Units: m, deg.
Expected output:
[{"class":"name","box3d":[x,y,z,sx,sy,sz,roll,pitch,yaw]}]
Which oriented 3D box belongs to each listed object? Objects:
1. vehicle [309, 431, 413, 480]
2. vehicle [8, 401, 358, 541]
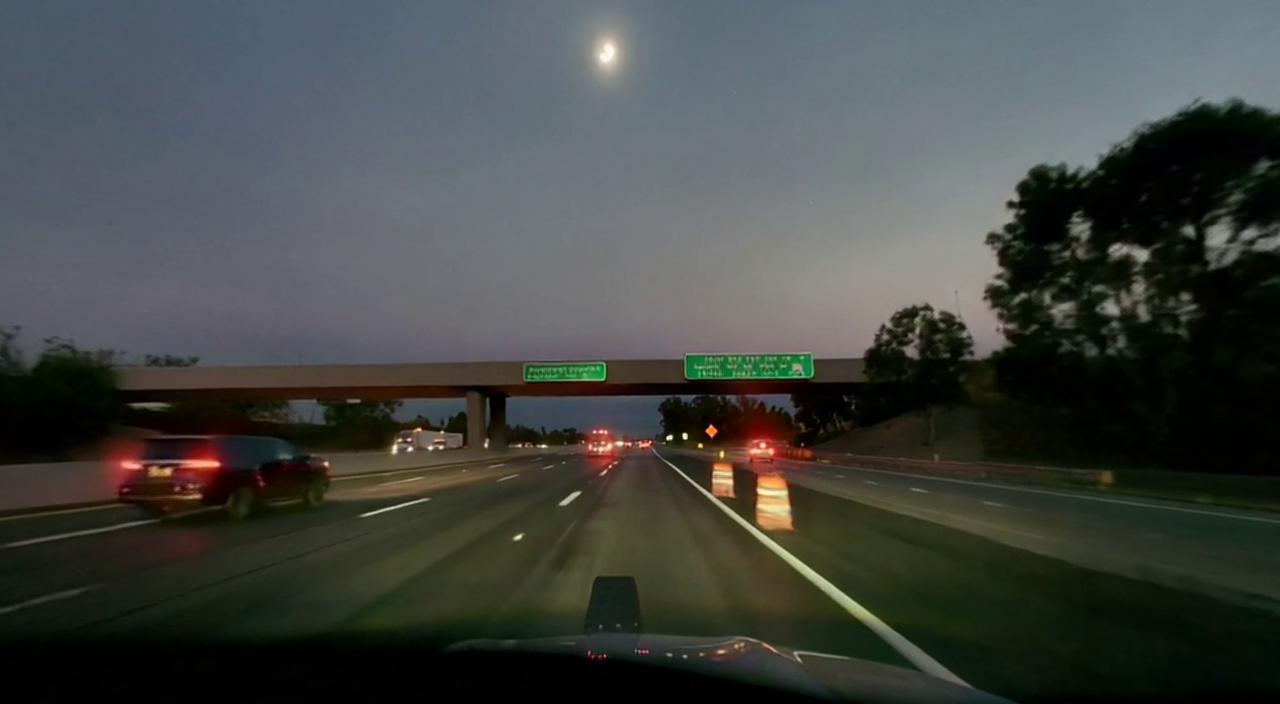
[{"class":"vehicle","box3d":[-10.498,3.933,24.105,1.964,1.662,4.367,0,-8,0]},{"class":"vehicle","box3d":[-6.977,1.889,10.593,2.103,1.775,4.966,0,-8,0]}]
